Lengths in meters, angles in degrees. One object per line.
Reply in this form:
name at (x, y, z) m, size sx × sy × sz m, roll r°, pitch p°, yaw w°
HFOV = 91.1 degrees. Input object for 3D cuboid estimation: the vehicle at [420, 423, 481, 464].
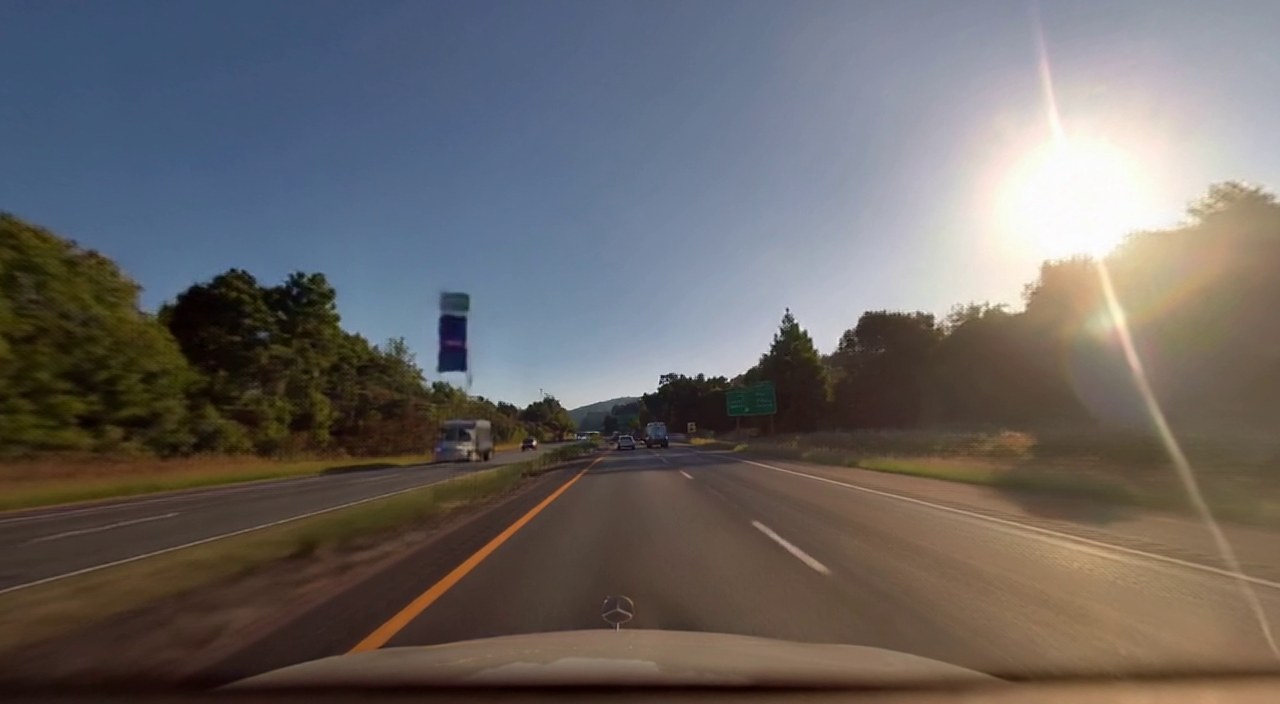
vehicle at (-12.948, 6.262, 43.411) m, size 2.337 × 2.633 × 5.925 m, roll 0°, pitch -8°, yaw 0°
